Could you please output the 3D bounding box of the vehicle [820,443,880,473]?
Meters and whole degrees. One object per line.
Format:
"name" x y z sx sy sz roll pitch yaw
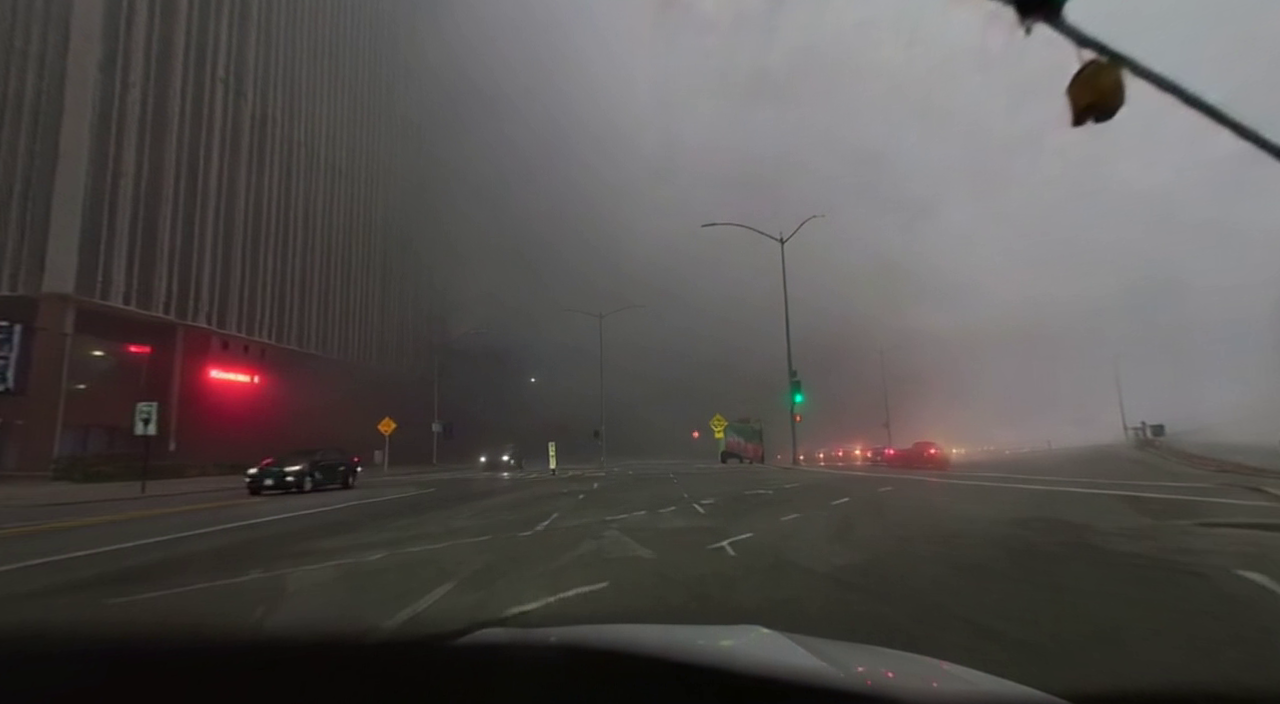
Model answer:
"vehicle" 11.881 5.899 35.536 2.023 1.527 5.016 -5 -10 31

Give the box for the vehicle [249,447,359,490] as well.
"vehicle" -14.546 5.035 27.732 2.161 1.681 4.743 0 -9 1

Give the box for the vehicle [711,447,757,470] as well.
"vehicle" 6.673 7.623 45.564 2.675 1.452 4.213 -1 -8 0

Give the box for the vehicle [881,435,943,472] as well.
"vehicle" 15.024 5.538 34.712 2.232 1.814 5.285 -5 -10 31
